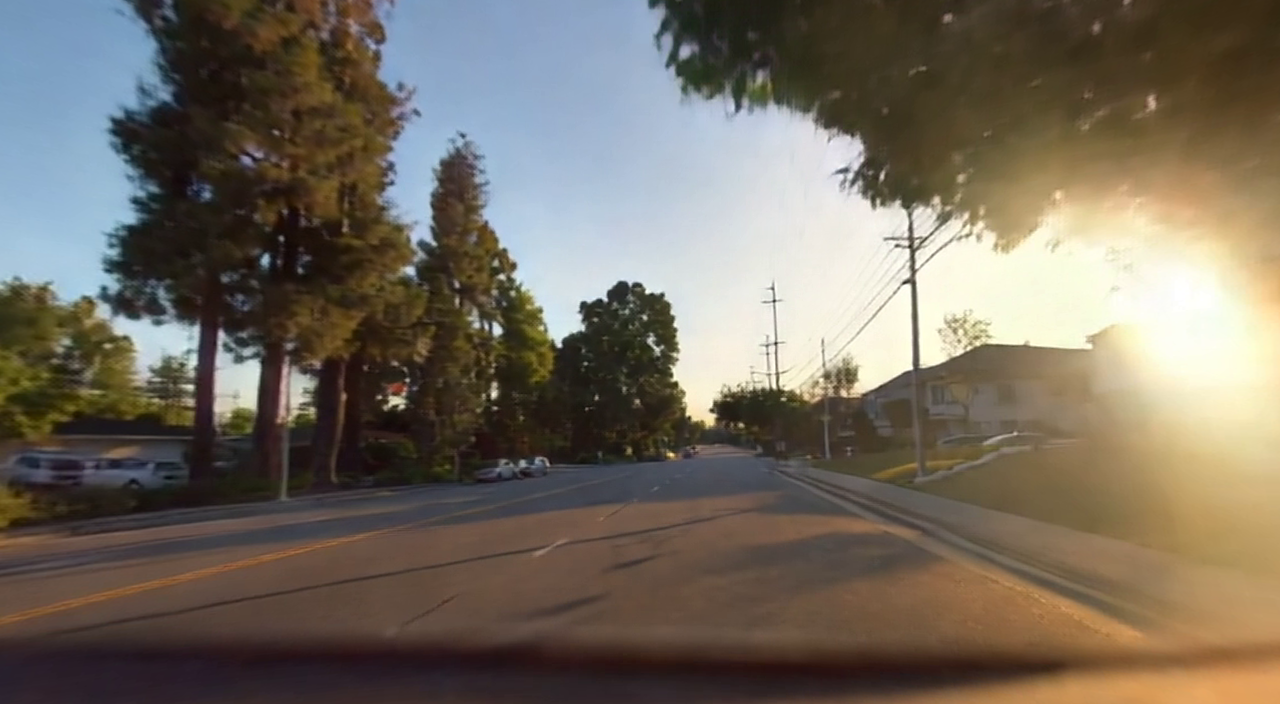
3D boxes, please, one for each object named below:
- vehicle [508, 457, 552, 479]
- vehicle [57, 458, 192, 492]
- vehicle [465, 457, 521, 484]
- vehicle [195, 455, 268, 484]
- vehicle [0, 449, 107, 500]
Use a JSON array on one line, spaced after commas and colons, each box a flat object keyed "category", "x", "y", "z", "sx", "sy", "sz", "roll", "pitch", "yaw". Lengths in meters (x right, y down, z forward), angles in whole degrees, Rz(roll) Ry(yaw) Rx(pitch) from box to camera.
[{"category": "vehicle", "x": -8.097, "y": 8.588, "z": 46.990, "sx": 1.863, "sy": 1.481, "sz": 4.363, "roll": -4, "pitch": -9, "yaw": 9}, {"category": "vehicle", "x": -24.031, "y": 5.740, "z": 29.617, "sx": 4.326, "sy": 1.452, "sz": 2.121, "roll": 1, "pitch": -9, "yaw": -5}, {"category": "vehicle", "x": -9.213, "y": 7.485, "z": 40.060, "sx": 1.936, "sy": 1.489, "sz": 4.311, "roll": -2, "pitch": -9, "yaw": 9}, {"category": "vehicle", "x": -23.454, "y": 6.752, "z": 36.485, "sx": 1.769, "sy": 1.414, "sz": 4.434, "roll": 2, "pitch": -8, "yaw": -8}, {"category": "vehicle", "x": -25.248, "y": 4.880, "z": 25.494, "sx": 5.866, "sy": 1.877, "sz": 2.280, "roll": -2, "pitch": -8, "yaw": 9}]
